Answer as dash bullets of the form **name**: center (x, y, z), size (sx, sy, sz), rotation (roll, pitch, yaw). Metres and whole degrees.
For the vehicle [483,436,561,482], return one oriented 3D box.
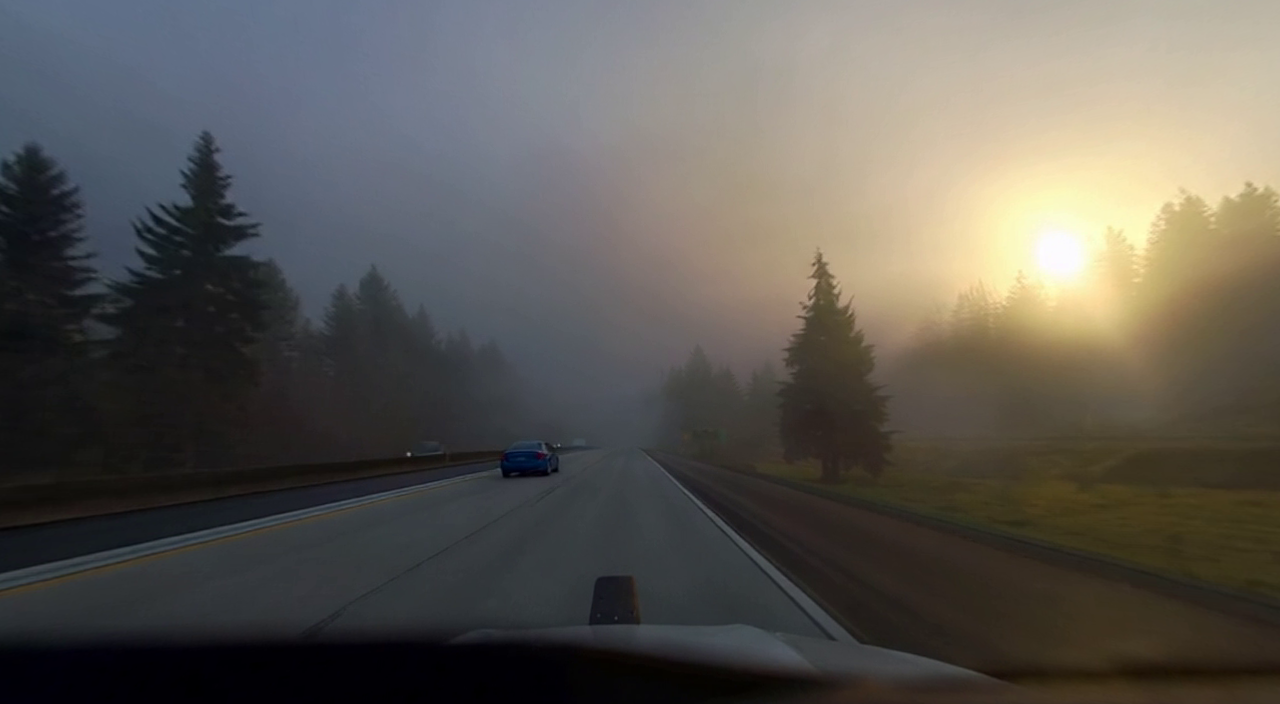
- **vehicle**: center (-4.454, 4.098, 24.575), size (2.202, 1.587, 4.754), rotation (0, -8, -1)

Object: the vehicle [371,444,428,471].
- **vehicle**: center (-13.814, 6.041, 36.342), size (1.717, 1.456, 4.170), rotation (0, -8, -1)
